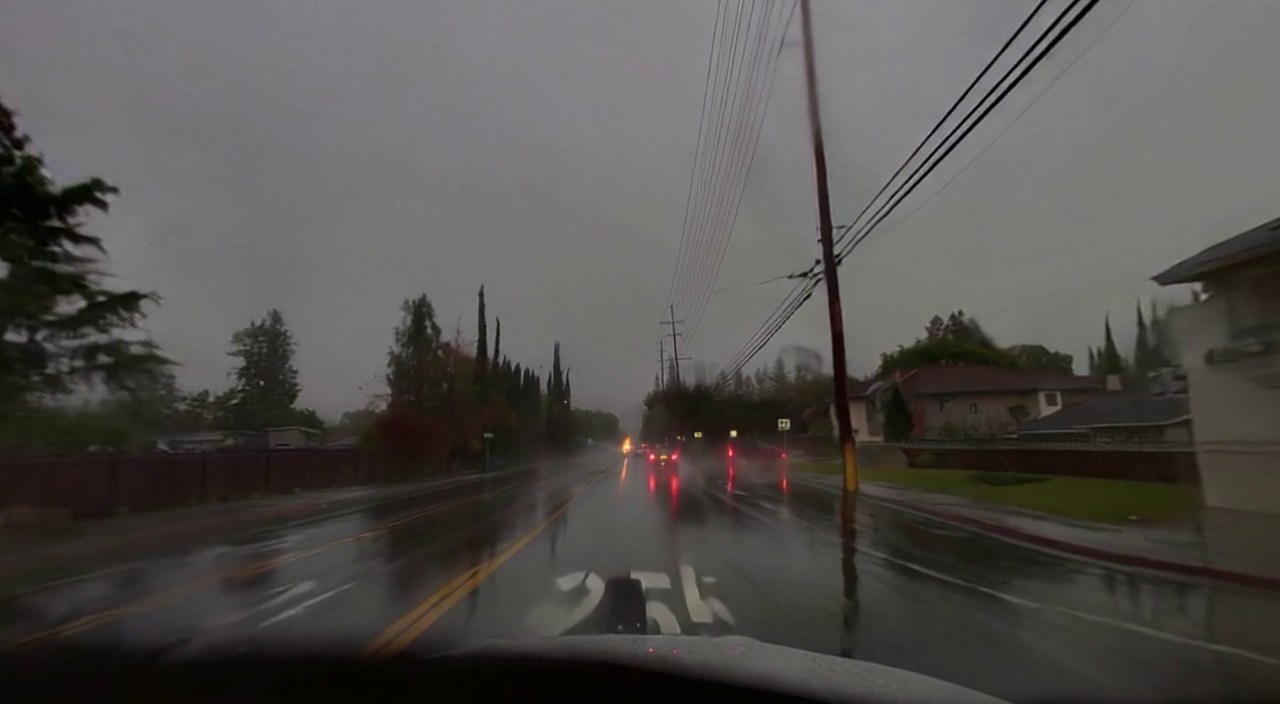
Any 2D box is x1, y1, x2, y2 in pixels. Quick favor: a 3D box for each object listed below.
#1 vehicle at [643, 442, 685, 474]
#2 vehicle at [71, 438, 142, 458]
[{"bbox_3d":[1.126,5.221,31.294,1.975,1.497,3.647,0,-9,0],"label":"vehicle"},{"bbox_3d":[-40.352,7.256,47.817,3.825,1.441,1.672,0,-8,1],"label":"vehicle"}]
